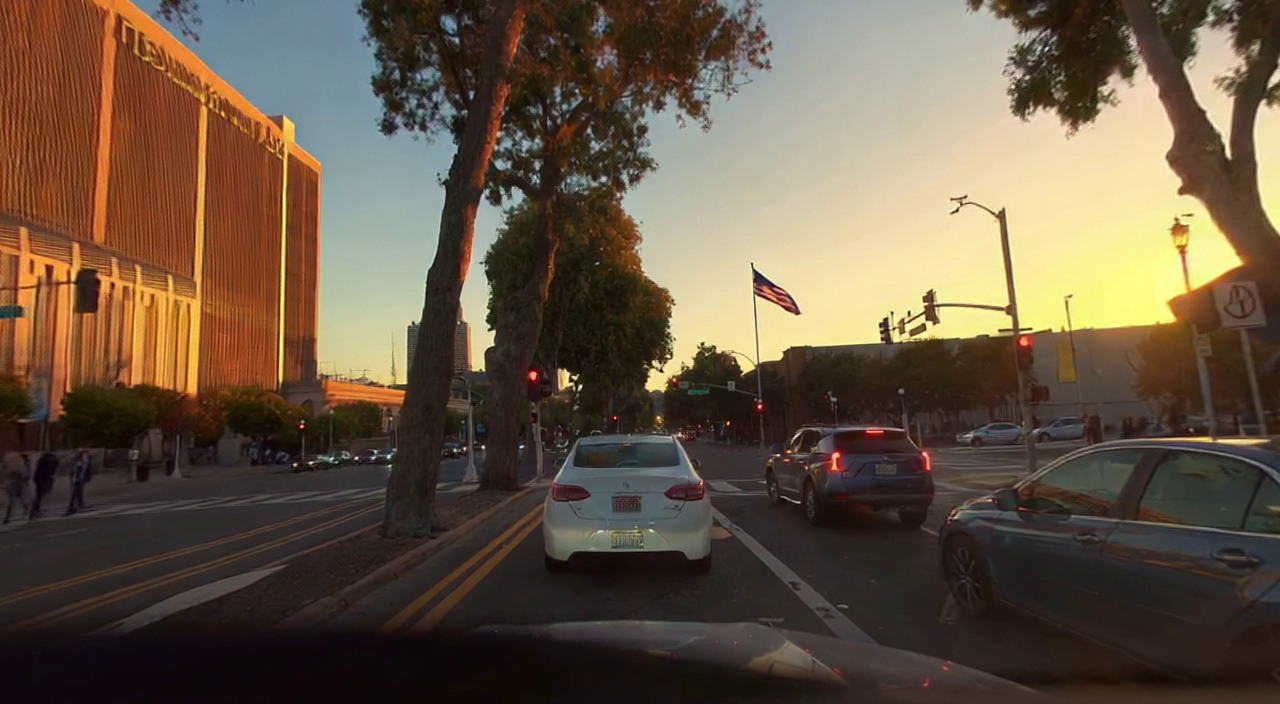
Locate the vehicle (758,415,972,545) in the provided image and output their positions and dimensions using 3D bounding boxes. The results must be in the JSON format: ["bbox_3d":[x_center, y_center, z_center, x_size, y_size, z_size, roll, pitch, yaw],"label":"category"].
[{"bbox_3d":[3.492,2.082,10.929,1.978,1.738,4.599,0,-8,0],"label":"vehicle"}]

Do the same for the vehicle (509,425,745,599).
[{"bbox_3d":[-0.116,1.701,7.553,2.096,1.521,3.747,0,-8,0],"label":"vehicle"}]

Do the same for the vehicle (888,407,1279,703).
[{"bbox_3d":[3.373,1.180,3.986,1.833,1.465,4.258,0,-8,-1],"label":"vehicle"}]
